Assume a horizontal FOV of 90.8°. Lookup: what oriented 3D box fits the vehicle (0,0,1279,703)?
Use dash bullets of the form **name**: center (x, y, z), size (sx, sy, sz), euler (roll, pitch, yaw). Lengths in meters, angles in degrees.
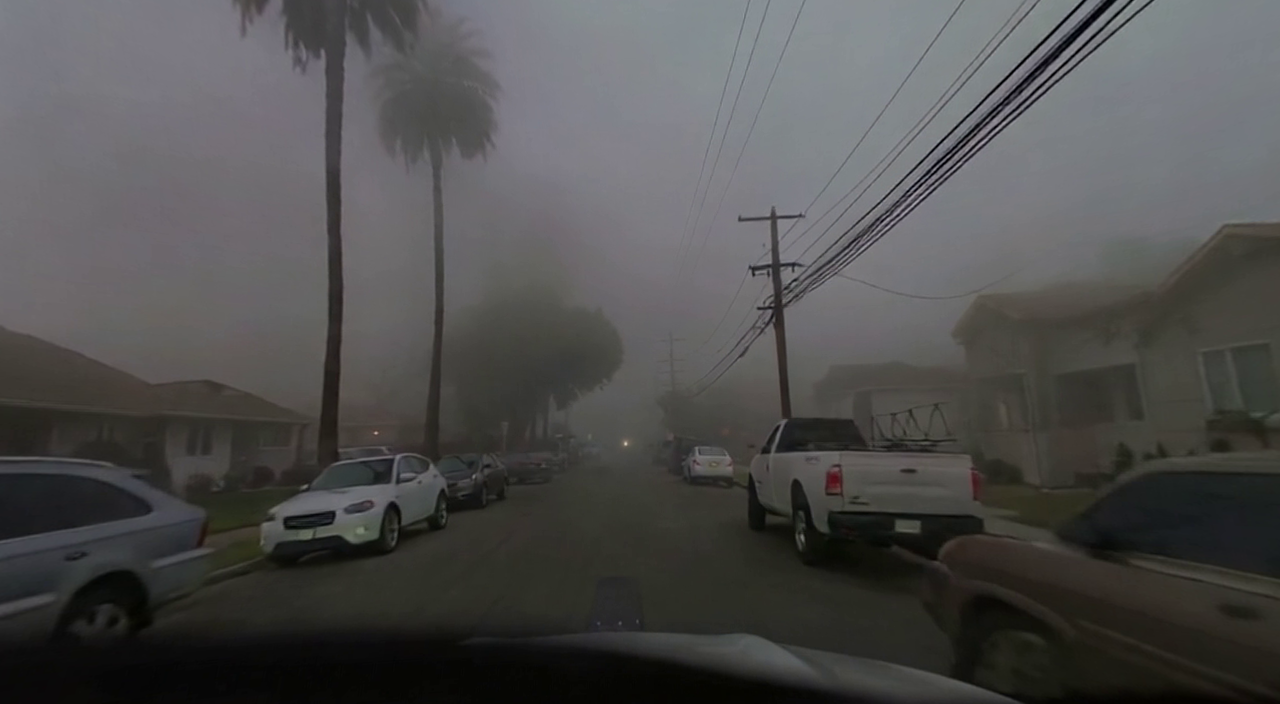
- **vehicle**: center (-0.162, 0.529, 0.295), size (2.966, 2.216, 4.279), euler (0, -8, -1)
